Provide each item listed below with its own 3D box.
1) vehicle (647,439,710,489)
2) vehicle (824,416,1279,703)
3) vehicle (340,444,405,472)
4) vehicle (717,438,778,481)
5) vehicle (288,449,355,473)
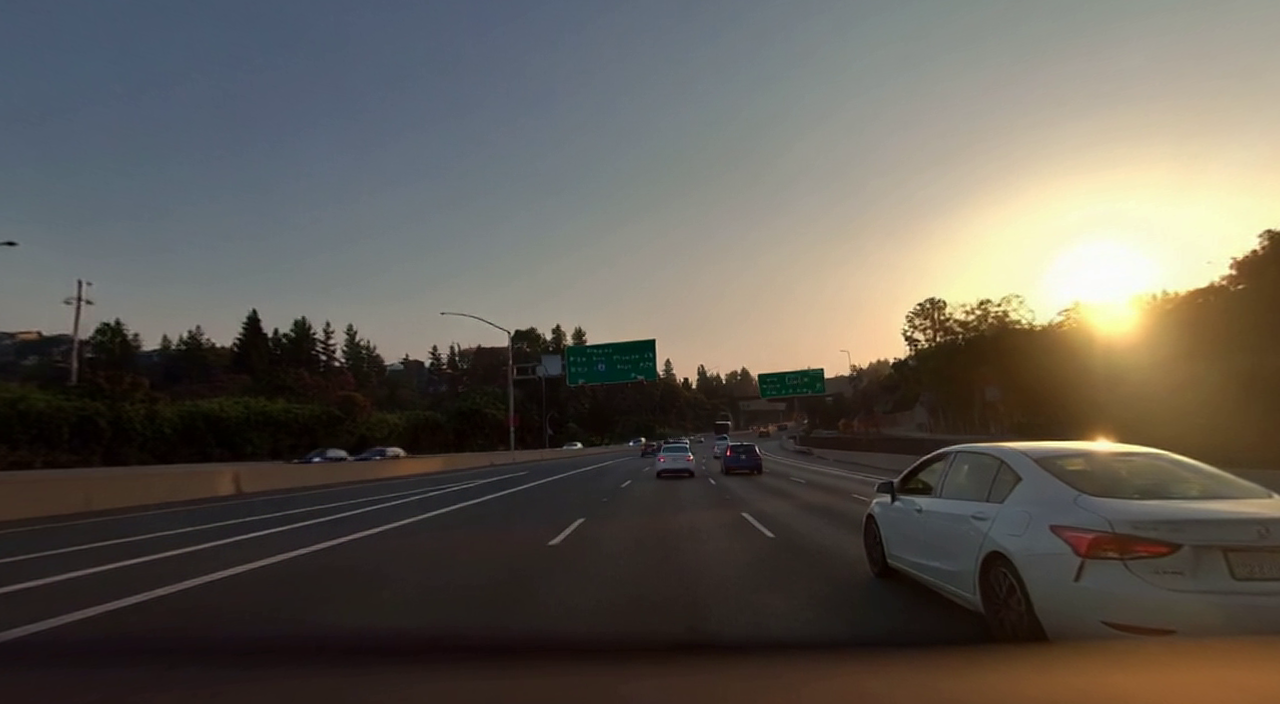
[{"bbox_3d":[1.374,4.006,22.801,2.074,1.614,3.803,0,-9,3],"label":"vehicle"},{"bbox_3d":[3.165,1.397,5.222,2.009,1.489,4.559,0,-9,2],"label":"vehicle"},{"bbox_3d":[-17.419,6.926,41.237,1.956,1.688,4.466,-1,-9,6],"label":"vehicle"},{"bbox_3d":[4.550,4.614,27.253,2.076,1.684,4.241,0,-9,3],"label":"vehicle"},{"bbox_3d":[-20.972,7.201,41.669,1.859,1.484,4.345,-1,-9,6],"label":"vehicle"}]
